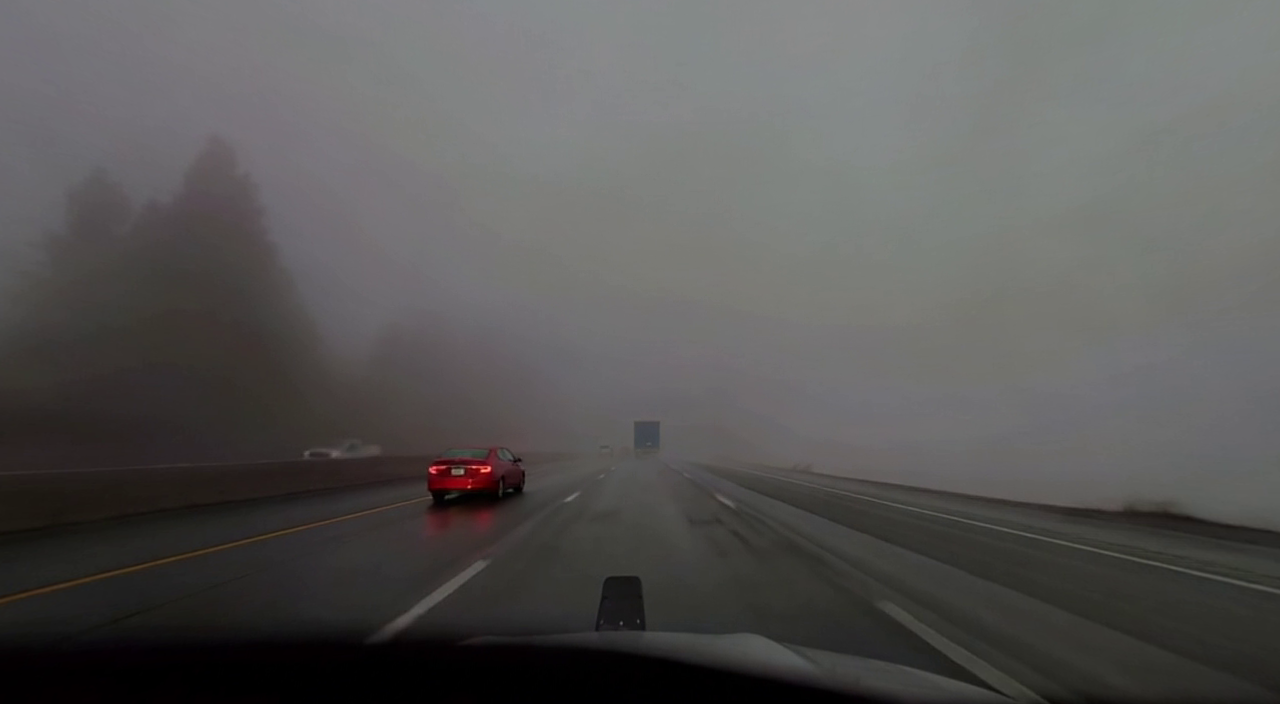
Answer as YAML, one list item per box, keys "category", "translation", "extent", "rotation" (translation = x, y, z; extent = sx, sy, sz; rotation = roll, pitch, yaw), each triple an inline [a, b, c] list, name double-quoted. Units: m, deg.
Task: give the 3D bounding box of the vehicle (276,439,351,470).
- category: "vehicle"
  translation: [-16.921, 5.340, 32.943]
  extent: [1.741, 1.462, 3.887]
  rotation: [-1, -9, 1]

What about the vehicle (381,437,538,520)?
- category: "vehicle"
  translation: [-3.801, 2.772, 14.378]
  extent: [1.999, 1.533, 4.870]
  rotation: [-1, -9, 2]
